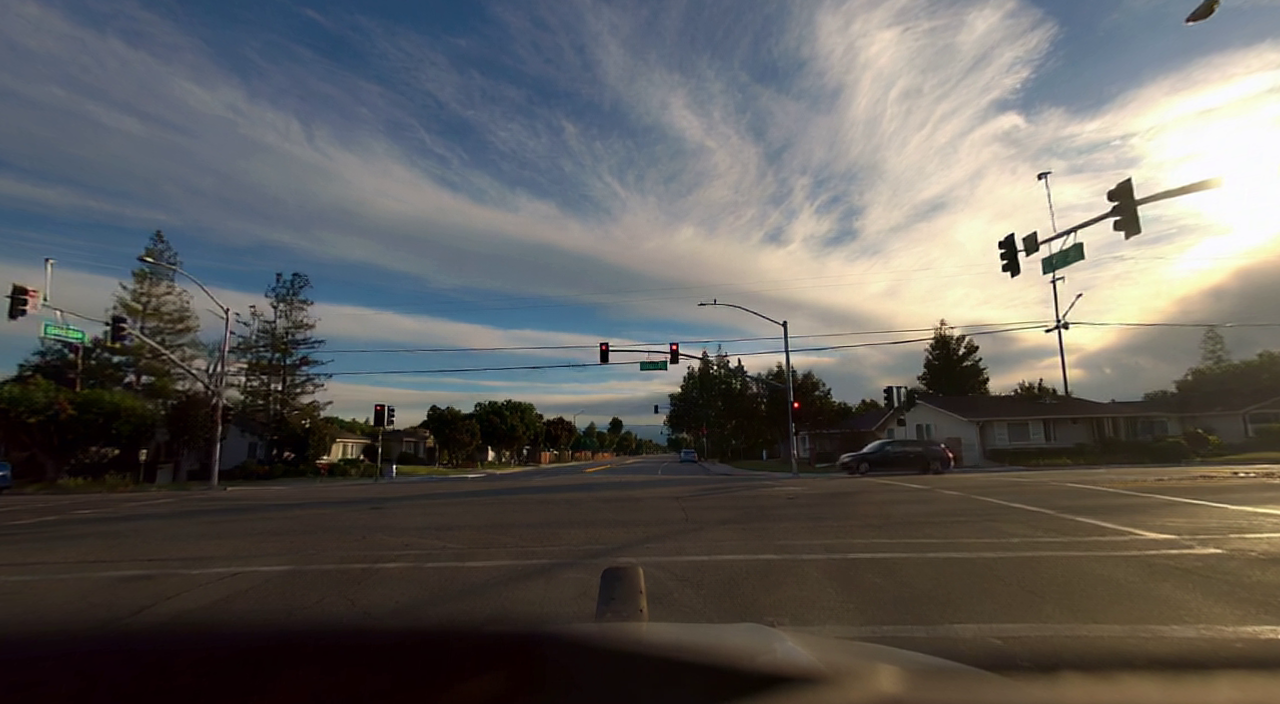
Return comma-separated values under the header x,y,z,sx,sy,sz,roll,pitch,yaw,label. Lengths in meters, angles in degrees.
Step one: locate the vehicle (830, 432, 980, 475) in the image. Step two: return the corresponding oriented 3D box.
x,y,z,sx,sy,sz,roll,pitch,yaw,label
9.477,3.645,22.795,4.562,1.460,1.822,0,-8,-1,vehicle
